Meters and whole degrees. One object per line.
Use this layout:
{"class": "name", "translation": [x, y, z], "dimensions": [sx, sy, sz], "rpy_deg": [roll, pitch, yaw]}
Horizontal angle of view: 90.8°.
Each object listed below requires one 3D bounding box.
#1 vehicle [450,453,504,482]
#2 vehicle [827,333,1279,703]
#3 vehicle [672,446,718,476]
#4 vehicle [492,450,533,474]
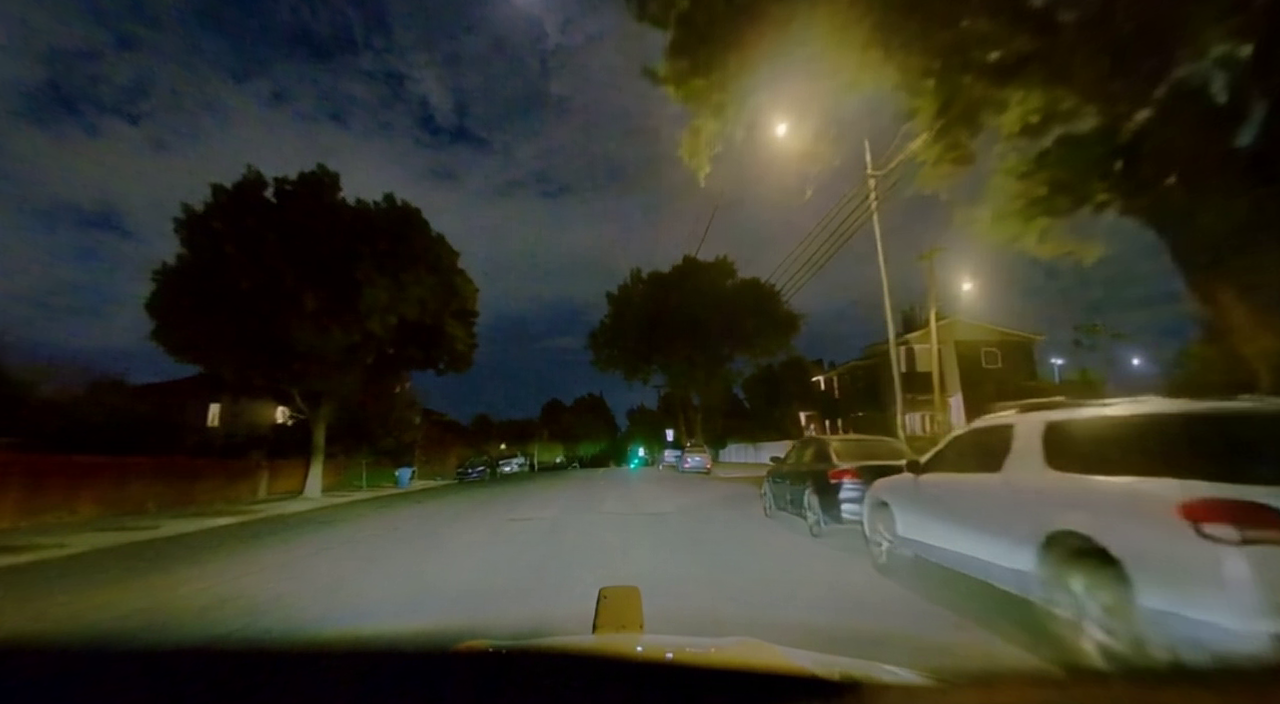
{"class": "vehicle", "translation": [-8.807, 6.234, 34.439], "dimensions": [1.937, 1.427, 4.510], "rpy_deg": [0, -9, -3]}
{"class": "vehicle", "translation": [3.154, 1.122, 4.874], "dimensions": [1.928, 1.751, 4.537], "rpy_deg": [0, -9, -1]}
{"class": "vehicle", "translation": [2.925, 5.901, 34.405], "dimensions": [1.927, 1.529, 4.144], "rpy_deg": [0, -9, -3]}
{"class": "vehicle", "translation": [-9.138, 7.918, 45.686], "dimensions": [2.027, 1.584, 4.476], "rpy_deg": [-1, -9, 1]}
